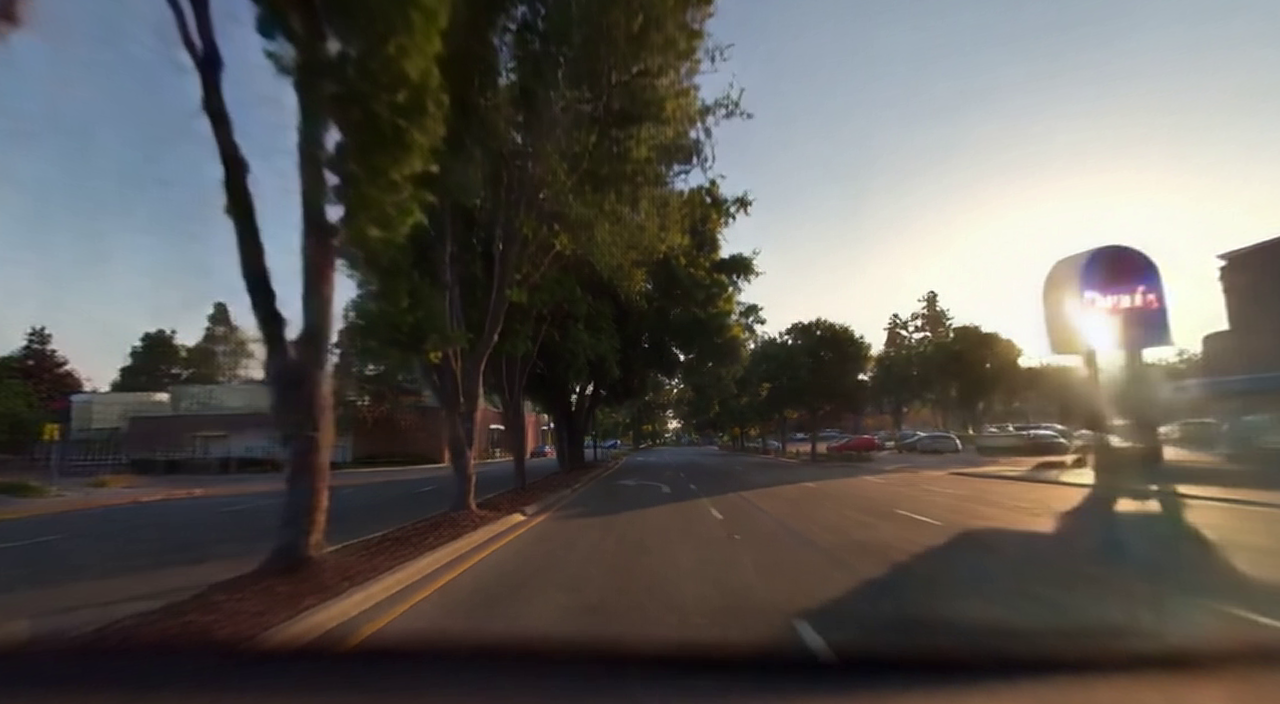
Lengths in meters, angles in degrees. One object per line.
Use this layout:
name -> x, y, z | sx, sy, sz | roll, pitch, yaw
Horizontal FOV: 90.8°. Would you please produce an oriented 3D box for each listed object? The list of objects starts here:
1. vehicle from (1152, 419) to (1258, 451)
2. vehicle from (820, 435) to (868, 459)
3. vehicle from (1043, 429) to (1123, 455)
vehicle -> 35.861, 5.288, 40.331 | 2.028, 1.886, 5.190 | 0, -8, 1
vehicle -> 14.978, 7.015, 46.664 | 1.987, 1.694, 4.523 | -1, -8, 0
vehicle -> 27.628, 5.625, 39.596 | 1.836, 1.497, 4.419 | -1, -8, 1
